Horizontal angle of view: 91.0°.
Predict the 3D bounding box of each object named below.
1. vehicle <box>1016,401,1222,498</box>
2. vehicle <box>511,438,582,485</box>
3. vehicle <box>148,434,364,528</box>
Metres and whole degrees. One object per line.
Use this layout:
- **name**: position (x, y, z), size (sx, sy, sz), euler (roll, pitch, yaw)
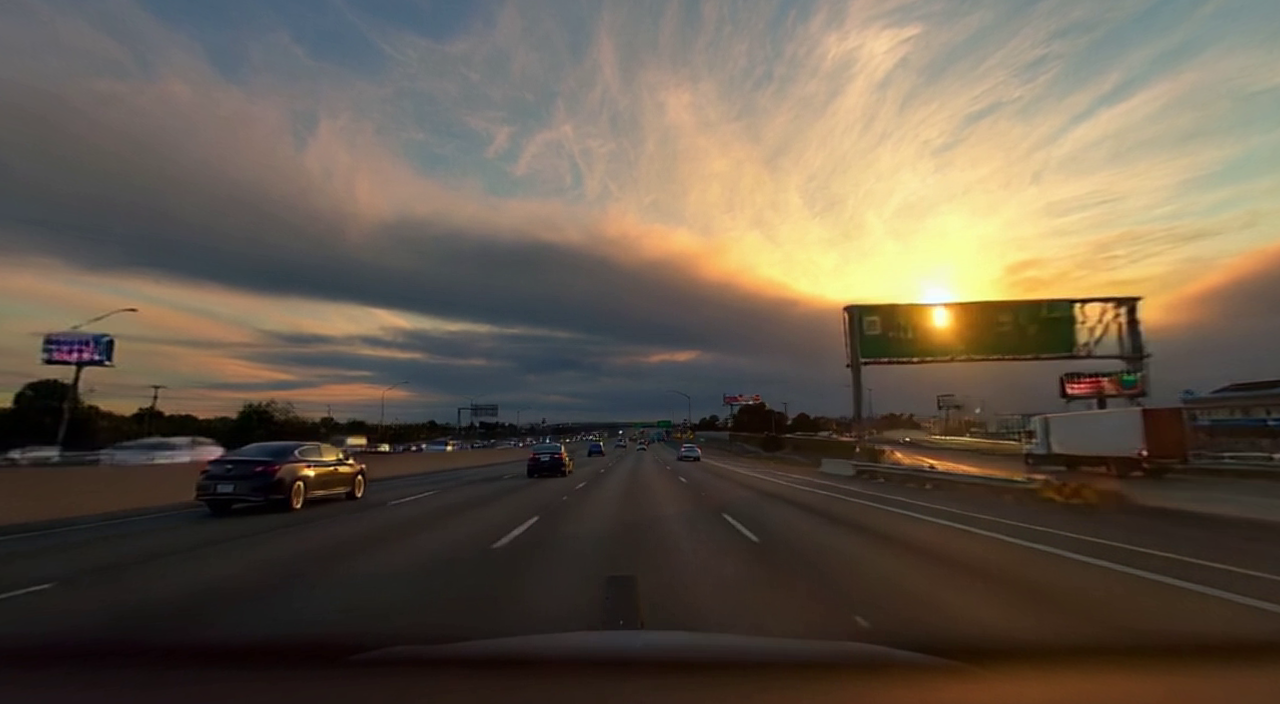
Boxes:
- **vehicle**: position (20.346, 4.254, 27.762), size (2.958, 3.538, 8.761), euler (0, -9, 7)
- **vehicle**: position (-3.416, 4.076, 23.772), size (2.001, 1.577, 4.055), euler (0, -9, 1)
- **vehicle**: position (-7.190, 2.417, 12.310), size (1.865, 1.518, 3.620), euler (0, -9, 1)
